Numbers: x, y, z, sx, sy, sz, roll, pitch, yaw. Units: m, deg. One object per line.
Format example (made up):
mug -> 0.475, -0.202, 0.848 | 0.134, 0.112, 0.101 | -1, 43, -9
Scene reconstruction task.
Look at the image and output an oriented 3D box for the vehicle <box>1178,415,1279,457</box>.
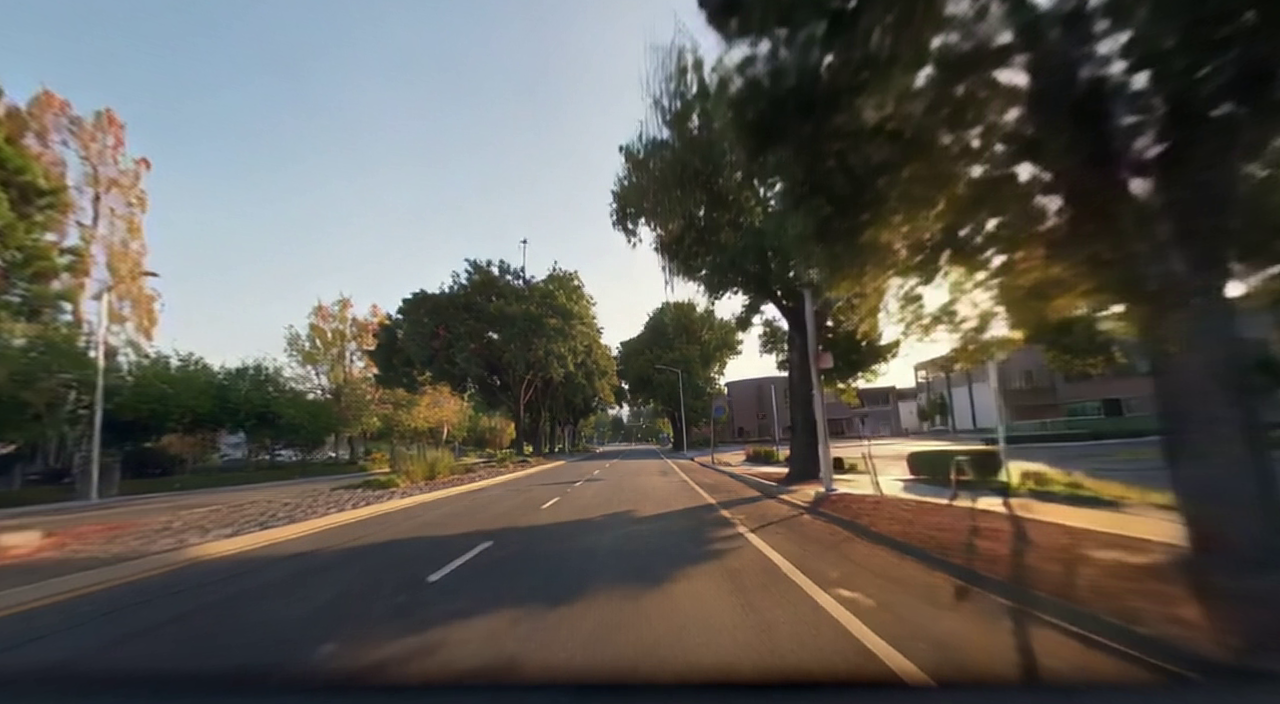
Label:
vehicle -> 21.883, 2.944, 22.053 | 4.271, 1.424, 1.941 | 0, -8, 1
